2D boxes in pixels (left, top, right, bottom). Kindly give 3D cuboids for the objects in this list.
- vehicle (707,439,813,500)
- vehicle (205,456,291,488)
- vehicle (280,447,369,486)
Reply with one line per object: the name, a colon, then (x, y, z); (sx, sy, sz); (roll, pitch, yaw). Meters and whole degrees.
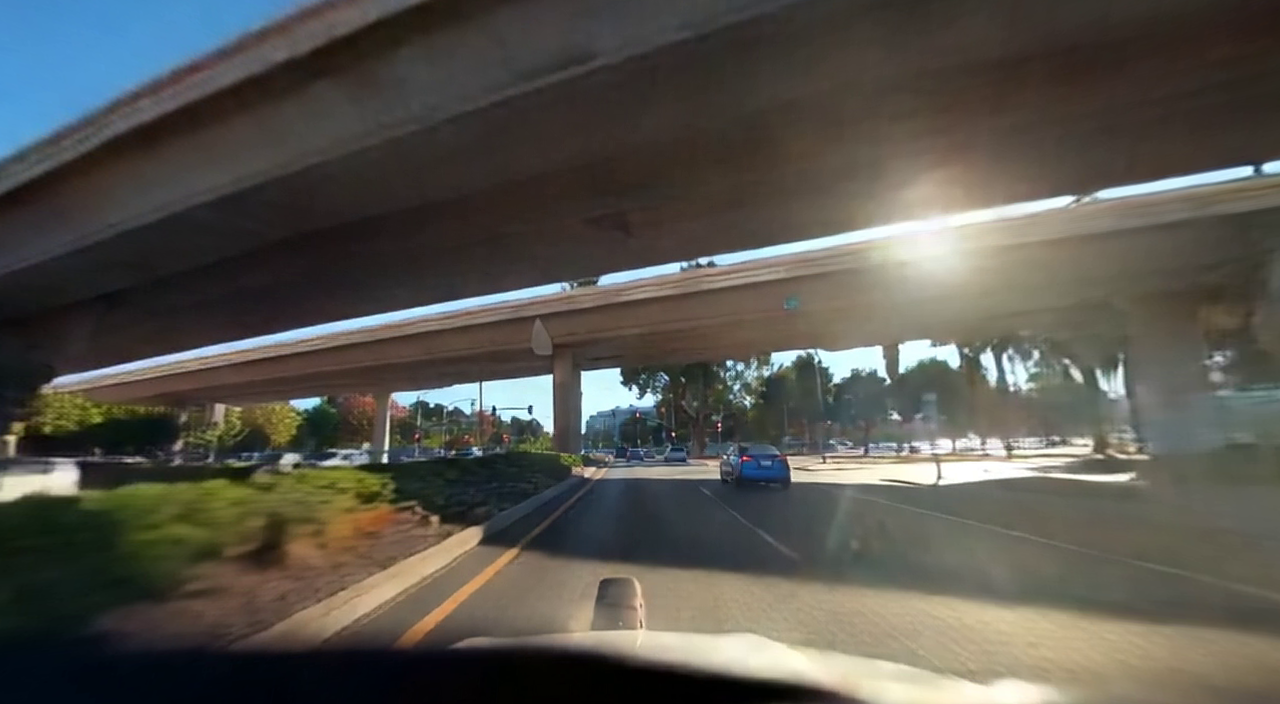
vehicle: (3.258, 3.284, 18.116); (2.062, 1.484, 4.332); (0, -8, -2)
vehicle: (-21.074, 6.429, 34.198); (1.946, 1.502, 4.195); (0, -8, 0)
vehicle: (-14.434, 5.206, 29.201); (1.912, 1.632, 4.326); (0, -8, 0)
